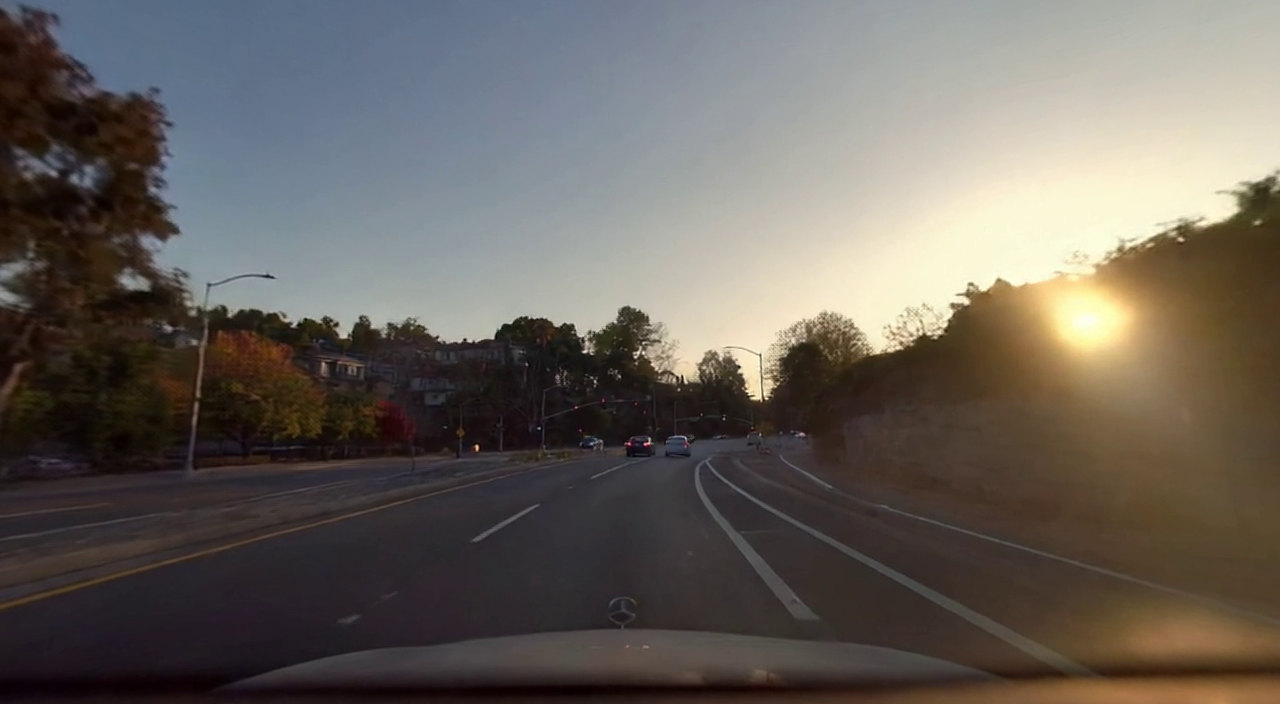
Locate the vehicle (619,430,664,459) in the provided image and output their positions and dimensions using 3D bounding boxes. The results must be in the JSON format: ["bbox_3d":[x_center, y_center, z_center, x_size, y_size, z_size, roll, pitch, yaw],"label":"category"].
[{"bbox_3d":[0.161,6.068,41.231,2.152,1.822,4.391,-1,-8,11],"label":"vehicle"}]
